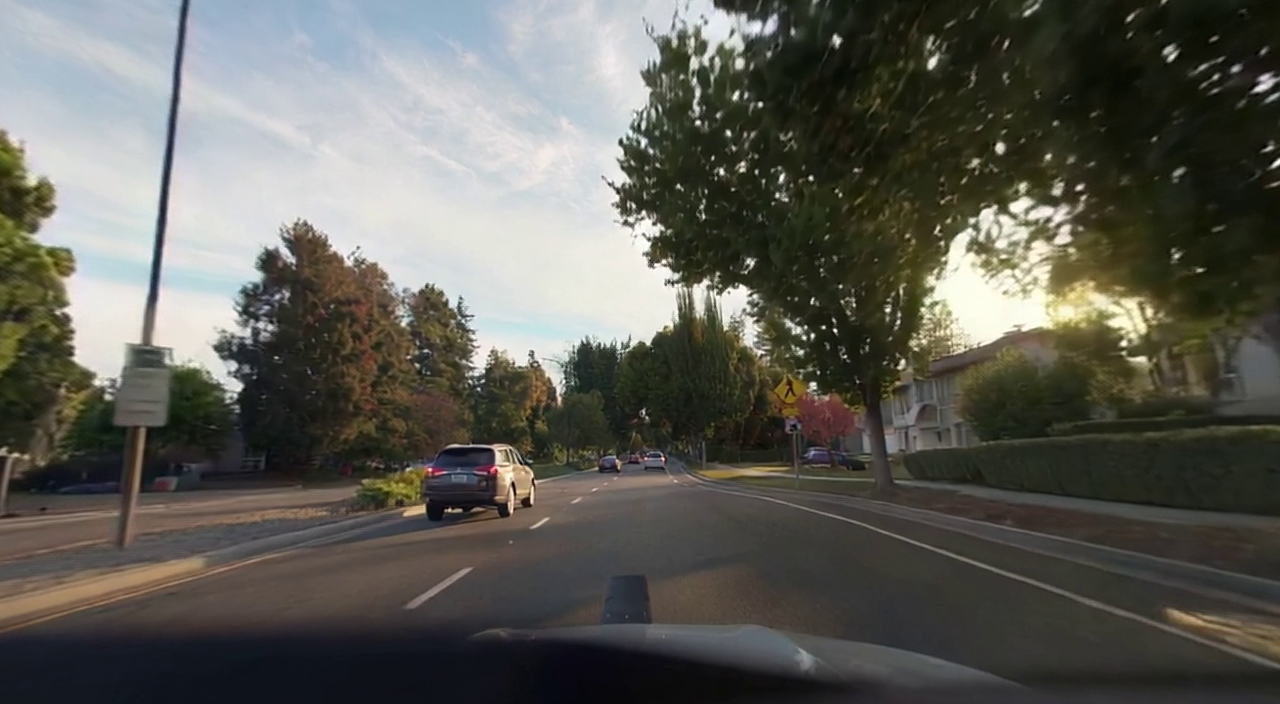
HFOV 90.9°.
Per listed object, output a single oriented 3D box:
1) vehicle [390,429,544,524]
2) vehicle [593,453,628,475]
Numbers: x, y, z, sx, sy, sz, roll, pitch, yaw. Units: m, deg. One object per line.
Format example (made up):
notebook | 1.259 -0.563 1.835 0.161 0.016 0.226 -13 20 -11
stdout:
vehicle | -3.588 2.674 14.034 2.073 1.770 4.302 0 -9 2
vehicle | -2.090 8.169 46.202 2.119 1.494 4.624 0 -9 3
